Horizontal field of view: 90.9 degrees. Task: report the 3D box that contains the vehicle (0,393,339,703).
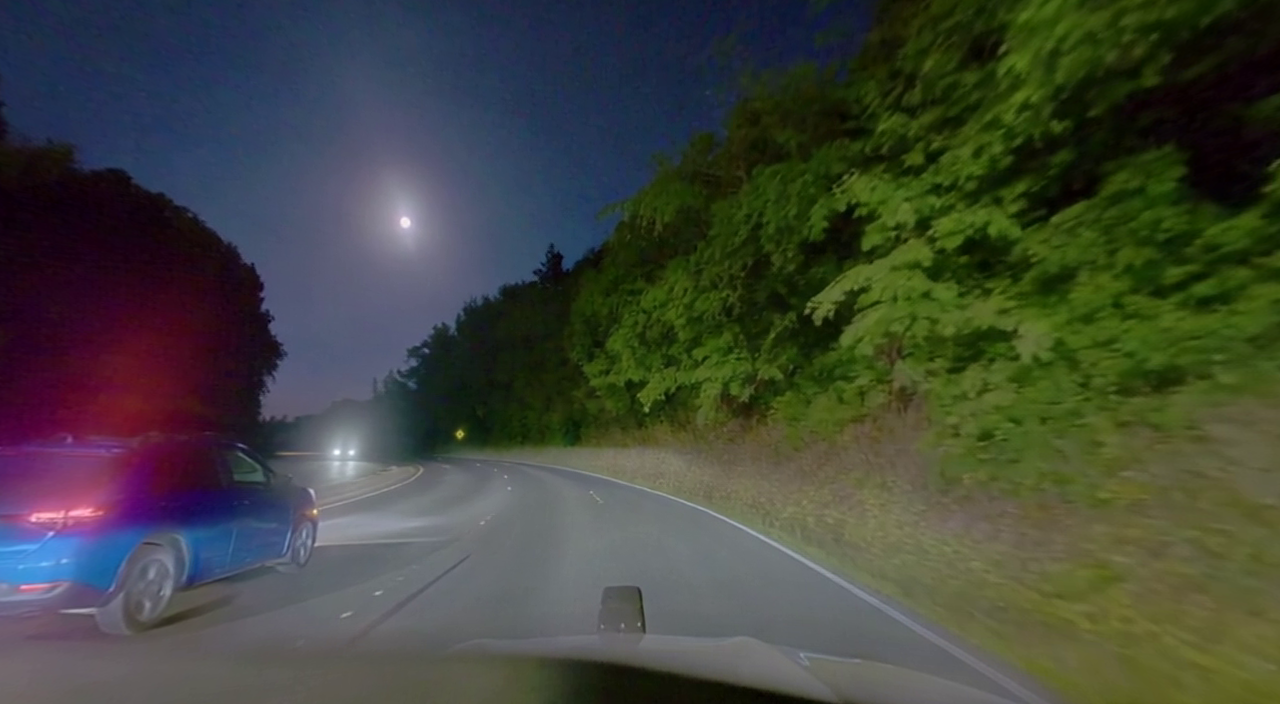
[{"bbox_3d":[-4.423,1.324,5.261,2.078,1.607,3.959,1,-9,-4],"label":"vehicle"}]
